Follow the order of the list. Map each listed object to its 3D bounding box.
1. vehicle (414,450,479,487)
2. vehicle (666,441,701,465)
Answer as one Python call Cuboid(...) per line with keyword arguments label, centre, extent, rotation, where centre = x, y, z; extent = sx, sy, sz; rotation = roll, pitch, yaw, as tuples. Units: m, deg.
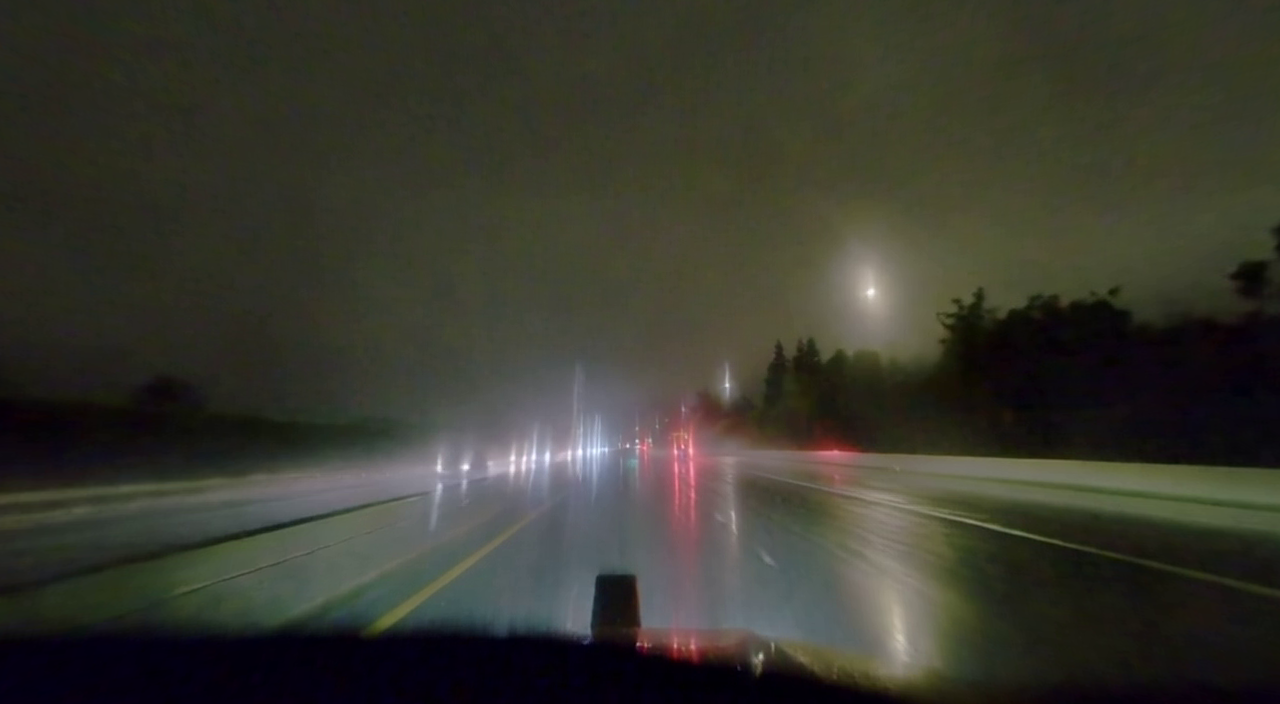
Cuboid(label="vehicle", centre=(-8.881, 5.333, 29.129), extent=(1.923, 1.552, 4.293), rotation=(0, -9, -4))
Cuboid(label="vehicle", centre=(3.177, 7.273, 45.369), extent=(1.972, 1.614, 4.025), rotation=(-2, -9, 11))
